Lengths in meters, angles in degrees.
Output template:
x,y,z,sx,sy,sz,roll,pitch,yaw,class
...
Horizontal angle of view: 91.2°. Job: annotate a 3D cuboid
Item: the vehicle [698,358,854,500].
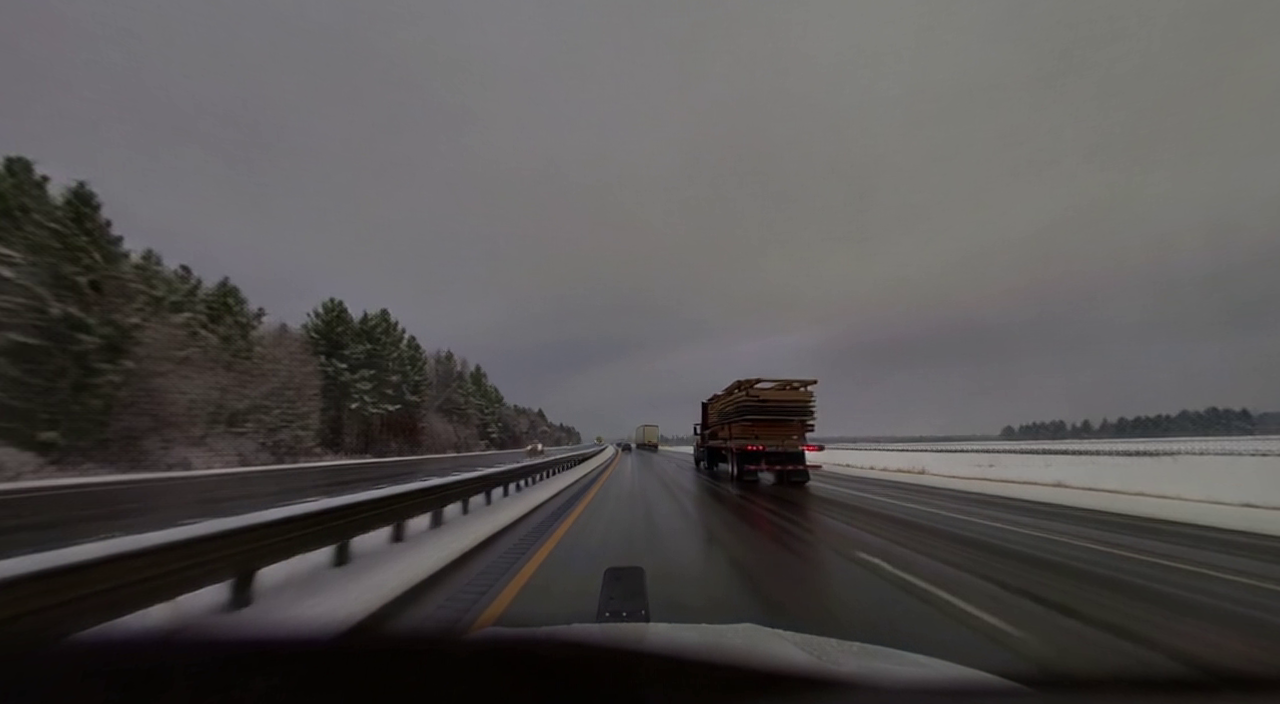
x,y,z,sx,sy,sz,roll,pitch,yaw,class
4.684,3.336,26.514,3.023,4.054,16.882,0,-8,1,vehicle
